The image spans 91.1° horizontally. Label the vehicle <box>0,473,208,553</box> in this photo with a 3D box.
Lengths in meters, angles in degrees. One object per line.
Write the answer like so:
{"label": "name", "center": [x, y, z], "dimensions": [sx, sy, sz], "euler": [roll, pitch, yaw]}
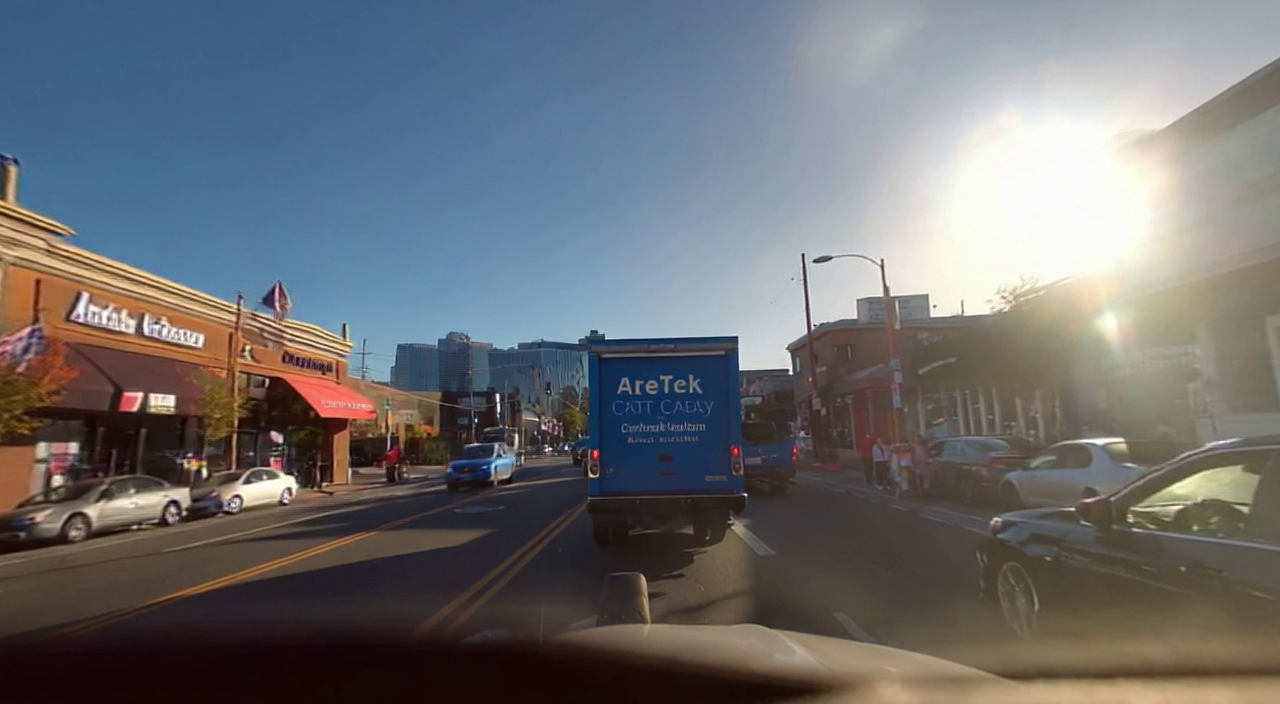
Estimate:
{"label": "vehicle", "center": [-13.492, 3.944, 15.960], "dimensions": [1.901, 1.508, 4.405], "euler": [0, -8, -1]}

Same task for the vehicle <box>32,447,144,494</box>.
{"label": "vehicle", "center": [-27.939, 5.977, 31.816], "dimensions": [3.961, 1.764, 1.952], "euler": [-6, -5, 2]}

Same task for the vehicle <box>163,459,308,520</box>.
{"label": "vehicle", "center": [-13.374, 4.527, 21.131], "dimensions": [1.943, 1.682, 4.365], "euler": [0, -8, 0]}

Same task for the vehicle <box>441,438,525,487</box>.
{"label": "vehicle", "center": [-5.952, 4.216, 24.371], "dimensions": [2.046, 1.711, 4.320], "euler": [0, -8, 1]}

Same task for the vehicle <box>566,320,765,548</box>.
{"label": "vehicle", "center": [0.222, 1.479, 11.209], "dimensions": [2.517, 2.926, 6.177], "euler": [0, -8, -2]}

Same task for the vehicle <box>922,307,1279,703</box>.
{"label": "vehicle", "center": [3.384, 0.828, 2.893], "dimensions": [2.104, 1.786, 4.498], "euler": [0, -8, 1]}
